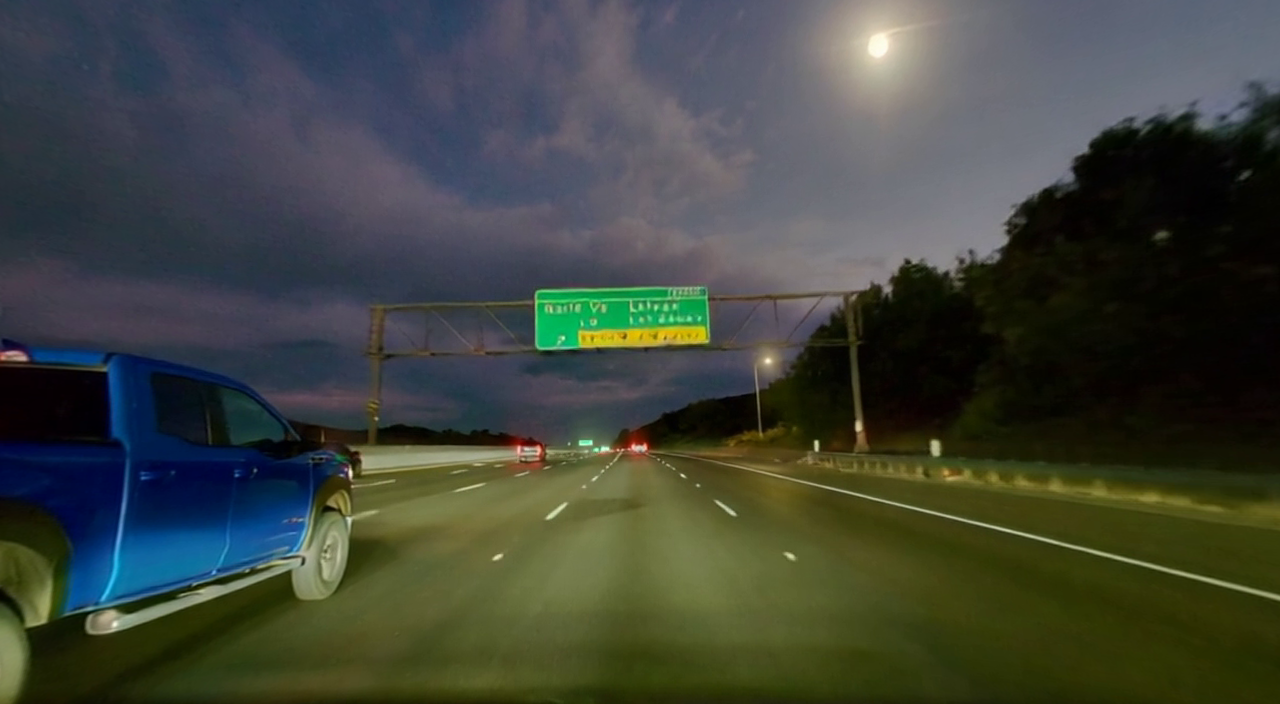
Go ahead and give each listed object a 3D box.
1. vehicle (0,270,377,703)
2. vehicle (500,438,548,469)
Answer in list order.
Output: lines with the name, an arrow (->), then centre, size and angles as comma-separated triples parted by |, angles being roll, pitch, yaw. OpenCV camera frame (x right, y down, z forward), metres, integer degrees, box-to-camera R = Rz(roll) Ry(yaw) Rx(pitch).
vehicle -> -3.852, 0.764, 3.237 | 2.339, 2.004, 6.171 | 0, -9, 0
vehicle -> -7.729, 6.842, 42.608 | 2.260, 1.917, 5.499 | 0, -9, -1
